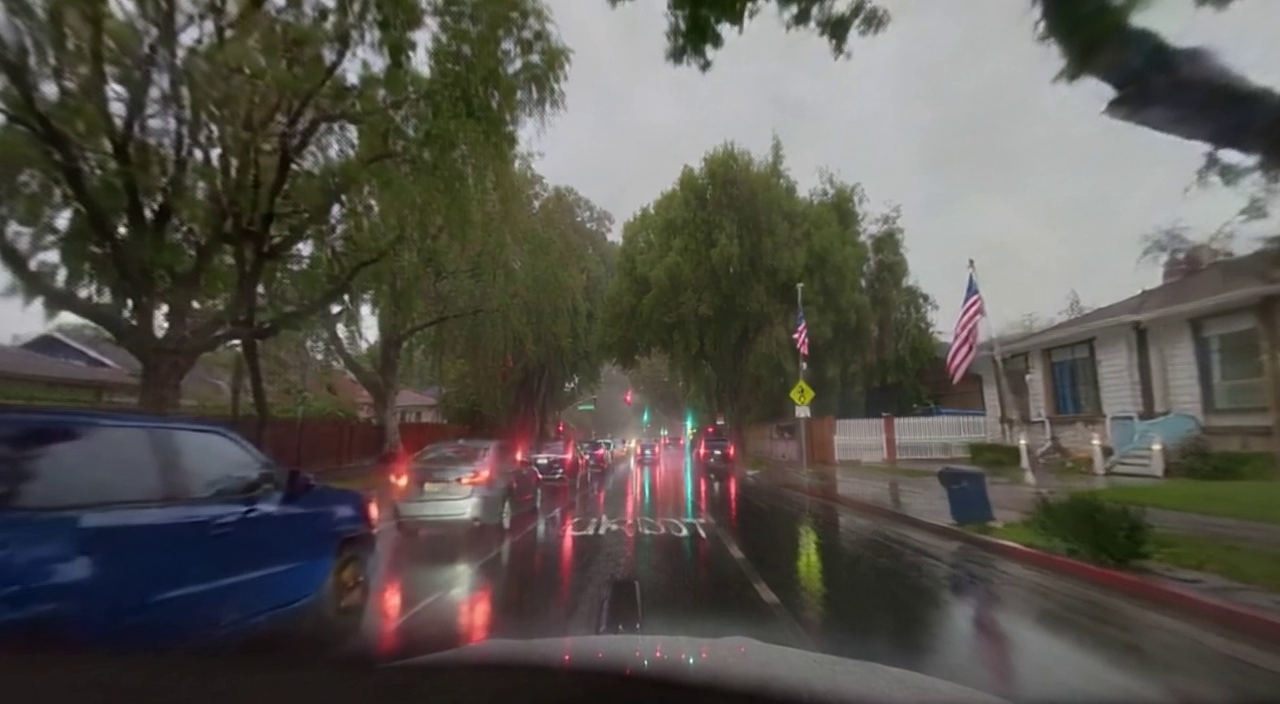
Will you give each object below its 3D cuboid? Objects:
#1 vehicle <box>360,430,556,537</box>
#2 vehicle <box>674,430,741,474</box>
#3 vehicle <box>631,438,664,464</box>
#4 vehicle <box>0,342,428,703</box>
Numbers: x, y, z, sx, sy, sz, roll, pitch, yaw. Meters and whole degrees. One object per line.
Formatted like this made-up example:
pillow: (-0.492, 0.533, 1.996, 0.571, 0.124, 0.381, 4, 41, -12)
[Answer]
vehicle: (-2.841, 2.169, 11.051, 1.970, 1.477, 4.380, -1, -9, 2)
vehicle: (2.728, 4.236, 26.794, 2.258, 1.682, 4.635, 0, -9, -1)
vehicle: (0.459, 6.001, 38.400, 1.927, 1.453, 3.848, 0, -9, 1)
vehicle: (-3.049, 1.027, 3.615, 1.971, 1.639, 4.487, -1, -9, 2)
